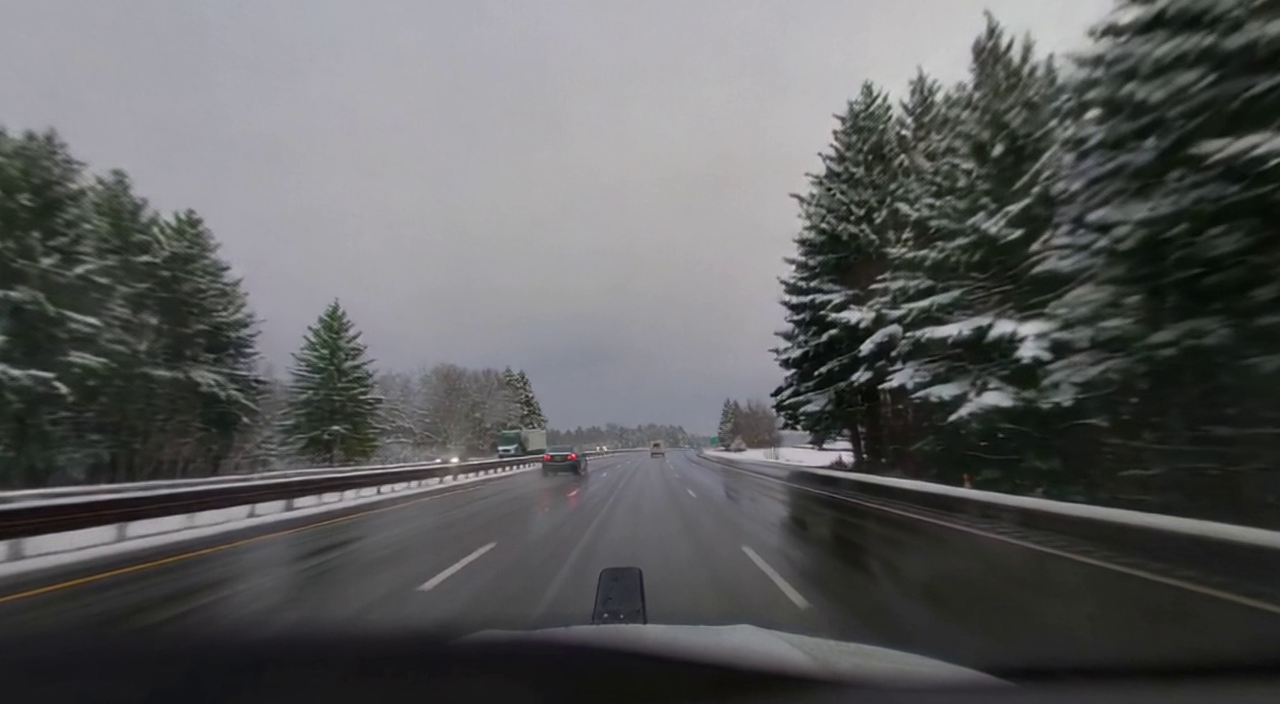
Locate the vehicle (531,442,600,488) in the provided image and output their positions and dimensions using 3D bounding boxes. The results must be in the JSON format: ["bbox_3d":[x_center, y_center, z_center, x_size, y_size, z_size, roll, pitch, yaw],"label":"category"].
[{"bbox_3d":[-2.708,4.245,23.920,1.959,1.571,4.313,-1,-9,2],"label":"vehicle"}]
